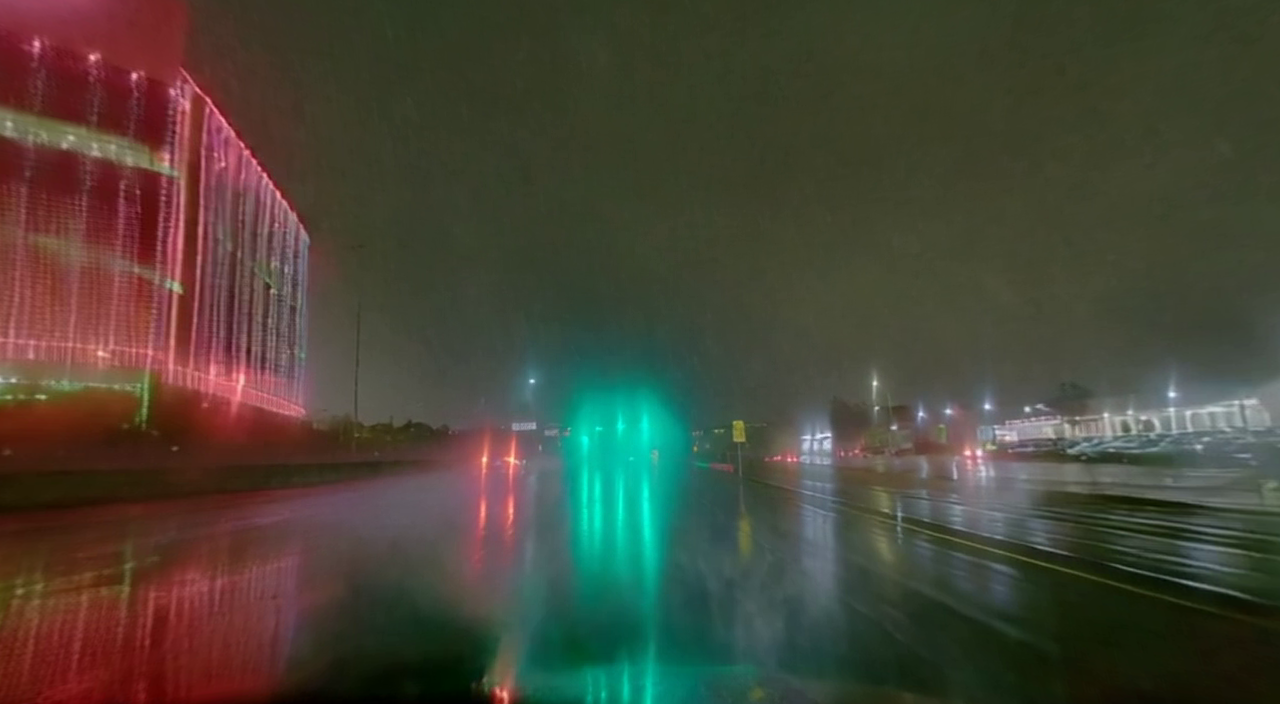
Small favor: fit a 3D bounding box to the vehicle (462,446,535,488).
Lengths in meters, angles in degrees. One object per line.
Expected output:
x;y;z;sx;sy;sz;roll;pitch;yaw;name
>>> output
-5.584;4.572;25.464;1.943;1.510;4.201;0;-9;0;vehicle
